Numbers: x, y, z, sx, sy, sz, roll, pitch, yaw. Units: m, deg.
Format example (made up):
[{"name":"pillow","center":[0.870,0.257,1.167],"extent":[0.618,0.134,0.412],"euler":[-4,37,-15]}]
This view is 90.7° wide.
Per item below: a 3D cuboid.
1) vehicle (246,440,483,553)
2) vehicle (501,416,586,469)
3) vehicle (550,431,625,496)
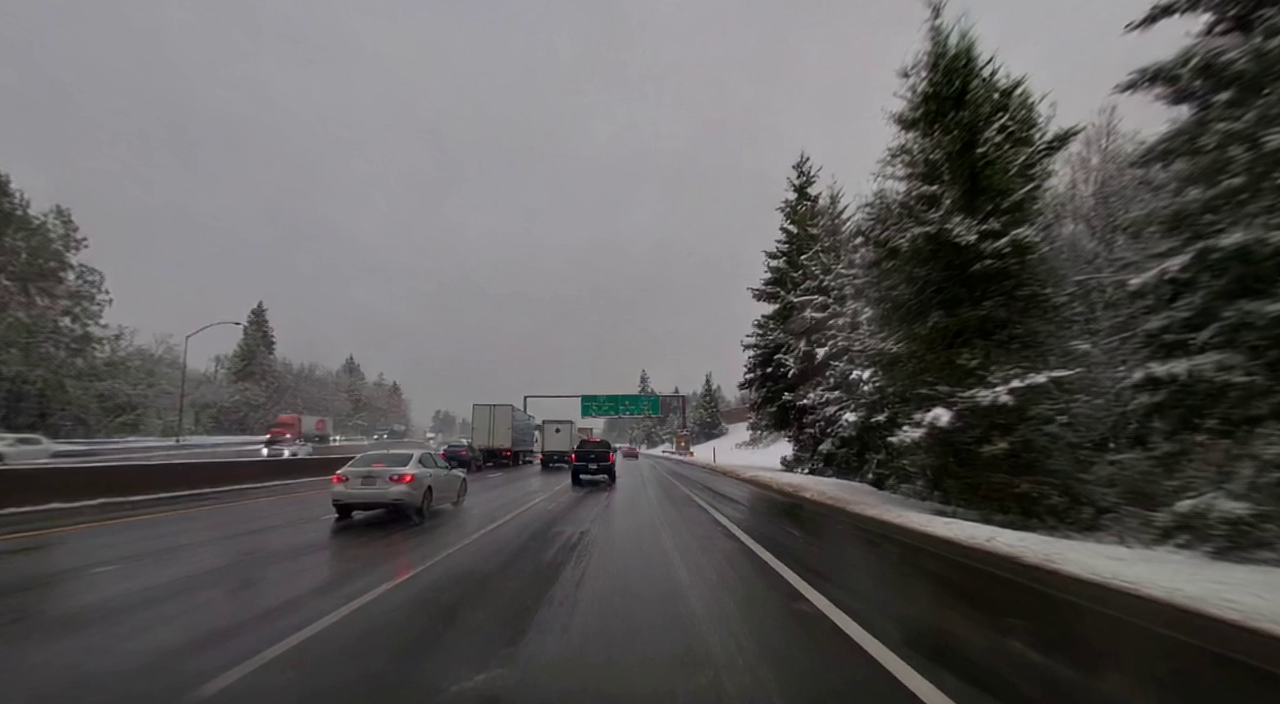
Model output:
[{"name":"vehicle","center":[-4.167,2.224,10.591],"extent":[1.932,1.445,4.625],"euler":[0,-8,-1]},{"name":"vehicle","center":[-5.796,5.949,41.047],"extent":[3.270,2.674,14.547],"euler":[-2,-9,0]},{"name":"vehicle","center":[-1.577,3.539,20.523],"extent":[2.093,1.785,5.303],"euler":[0,-8,-2]}]
